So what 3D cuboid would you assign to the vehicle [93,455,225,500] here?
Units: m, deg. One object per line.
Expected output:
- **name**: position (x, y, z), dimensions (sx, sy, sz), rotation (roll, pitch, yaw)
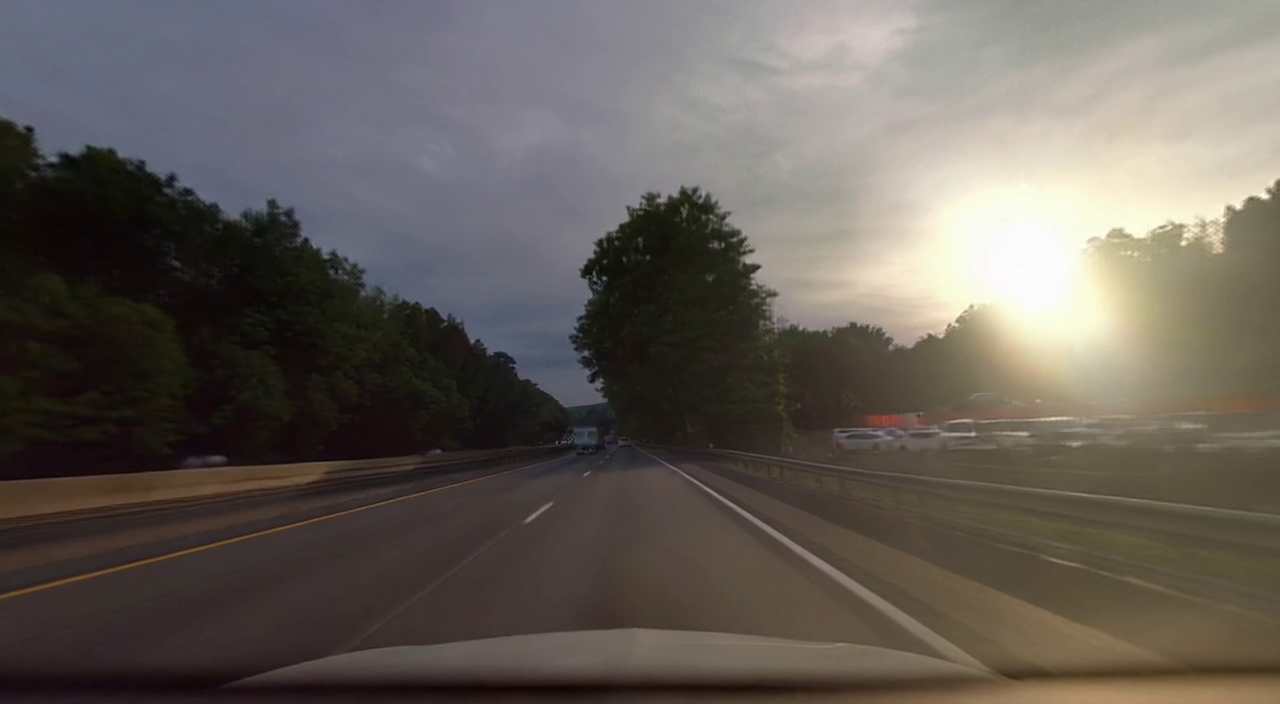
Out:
- **vehicle**: position (-18.277, 4.734, 24.211), dimensions (1.782, 1.450, 4.345), rotation (0, -8, -2)
